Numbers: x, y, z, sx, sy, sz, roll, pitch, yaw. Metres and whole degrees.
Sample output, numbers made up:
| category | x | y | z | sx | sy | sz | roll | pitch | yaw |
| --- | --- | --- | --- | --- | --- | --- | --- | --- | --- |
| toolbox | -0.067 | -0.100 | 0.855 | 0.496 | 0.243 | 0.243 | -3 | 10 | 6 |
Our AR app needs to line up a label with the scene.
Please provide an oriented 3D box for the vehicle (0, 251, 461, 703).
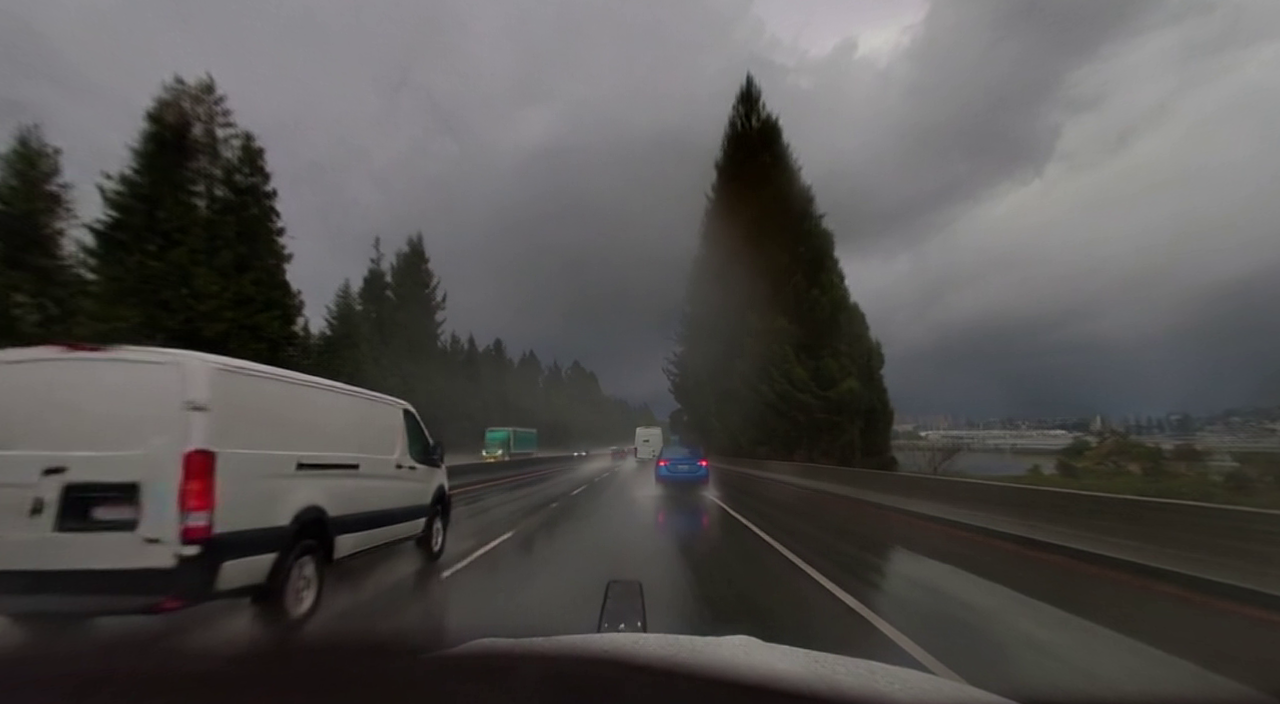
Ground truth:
| category | x | y | z | sx | sy | sz | roll | pitch | yaw |
| --- | --- | --- | --- | --- | --- | --- | --- | --- | --- |
| vehicle | -3.155 | 1.007 | 4.689 | 2.217 | 2.033 | 4.975 | 0 | -9 | -1 |

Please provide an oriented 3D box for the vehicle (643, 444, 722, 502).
| category | x | y | z | sx | sy | sz | roll | pitch | yaw |
| --- | --- | --- | --- | --- | --- | --- | --- | --- | --- |
| vehicle | 1.100 | 3.401 | 18.083 | 2.012 | 1.485 | 3.649 | 0 | -9 | 0 |
